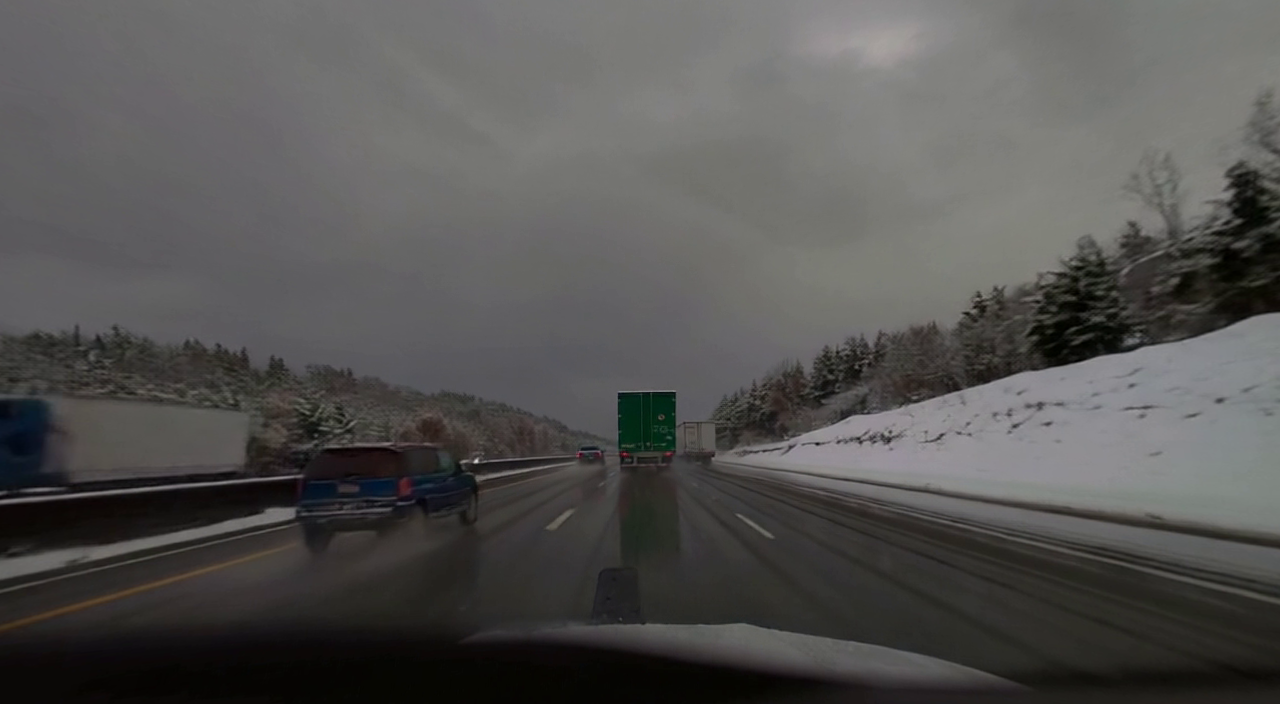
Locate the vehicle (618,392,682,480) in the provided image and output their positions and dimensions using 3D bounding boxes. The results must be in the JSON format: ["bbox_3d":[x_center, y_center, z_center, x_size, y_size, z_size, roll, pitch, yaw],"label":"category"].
[{"bbox_3d":[0.441,4.739,34.885,2.932,4.042,11.054,0,-9,0],"label":"vehicle"}]

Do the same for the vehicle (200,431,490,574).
[{"bbox_3d":[-3.660,1.933,8.840,2.050,1.517,3.996,0,-9,1],"label":"vehicle"}]

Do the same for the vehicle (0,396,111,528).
[{"bbox_3d":[-18.029,2.869,16.481,3.067,3.366,5.874,0,-9,1],"label":"vehicle"}]

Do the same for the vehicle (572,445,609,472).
[{"bbox_3d":[-3.267,7.118,42.297,2.173,1.657,4.401,0,-9,-1],"label":"vehicle"}]
